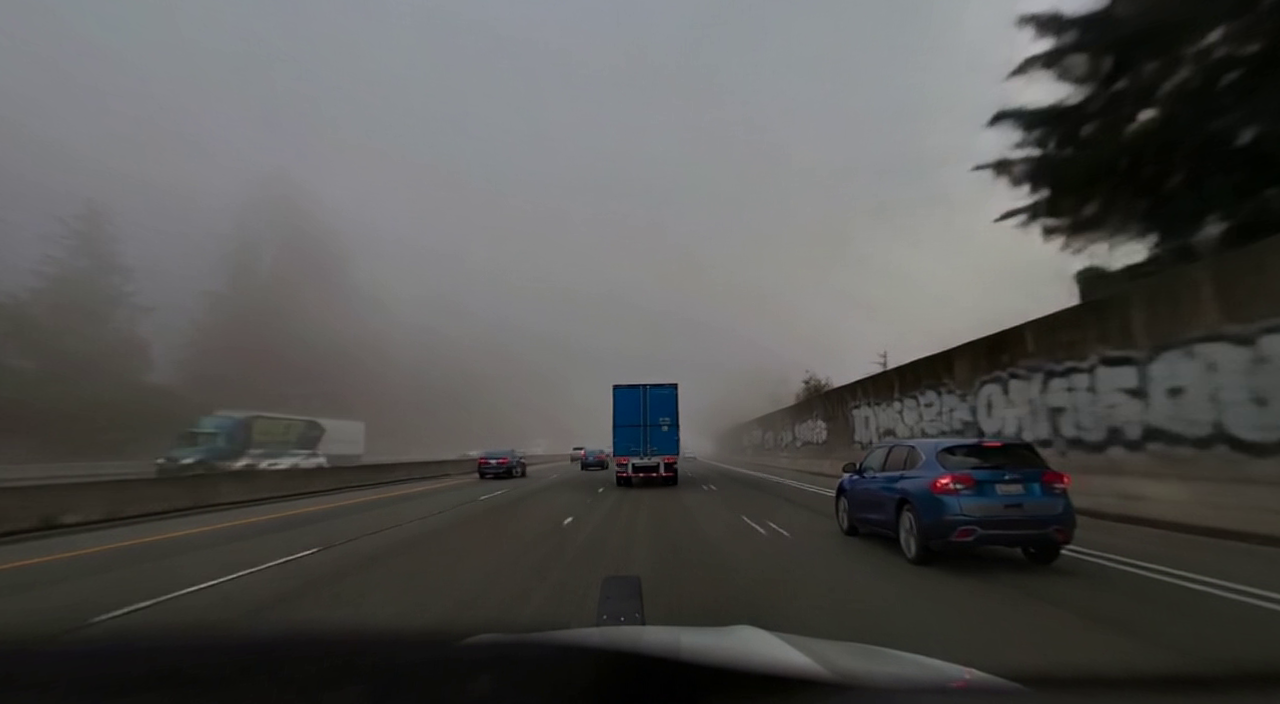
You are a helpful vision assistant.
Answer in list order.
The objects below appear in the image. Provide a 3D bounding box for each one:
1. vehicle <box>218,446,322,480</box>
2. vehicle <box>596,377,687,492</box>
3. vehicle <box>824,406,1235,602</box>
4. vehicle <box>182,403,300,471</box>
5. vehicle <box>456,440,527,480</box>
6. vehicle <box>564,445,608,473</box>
[{"bbox_3d":[-18.493,5.570,31.842,2.062,1.554,5.036,-1,-9,3],"label":"vehicle"},{"bbox_3d":[0.087,3.394,25.152,2.915,3.661,9.741,0,-9,0],"label":"vehicle"},{"bbox_3d":[4.035,1.667,7.739,2.205,1.689,4.403,0,-9,0],"label":"vehicle"},{"bbox_3d":[-24.238,5.290,38.752,2.998,3.835,5.934,-1,-9,2],"label":"vehicle"},{"bbox_3d":[-6.416,4.729,27.694,2.005,1.607,4.042,0,-9,2],"label":"vehicle"},{"bbox_3d":[-3.031,6.071,35.915,2.020,1.505,4.171,0,-9,2],"label":"vehicle"}]
